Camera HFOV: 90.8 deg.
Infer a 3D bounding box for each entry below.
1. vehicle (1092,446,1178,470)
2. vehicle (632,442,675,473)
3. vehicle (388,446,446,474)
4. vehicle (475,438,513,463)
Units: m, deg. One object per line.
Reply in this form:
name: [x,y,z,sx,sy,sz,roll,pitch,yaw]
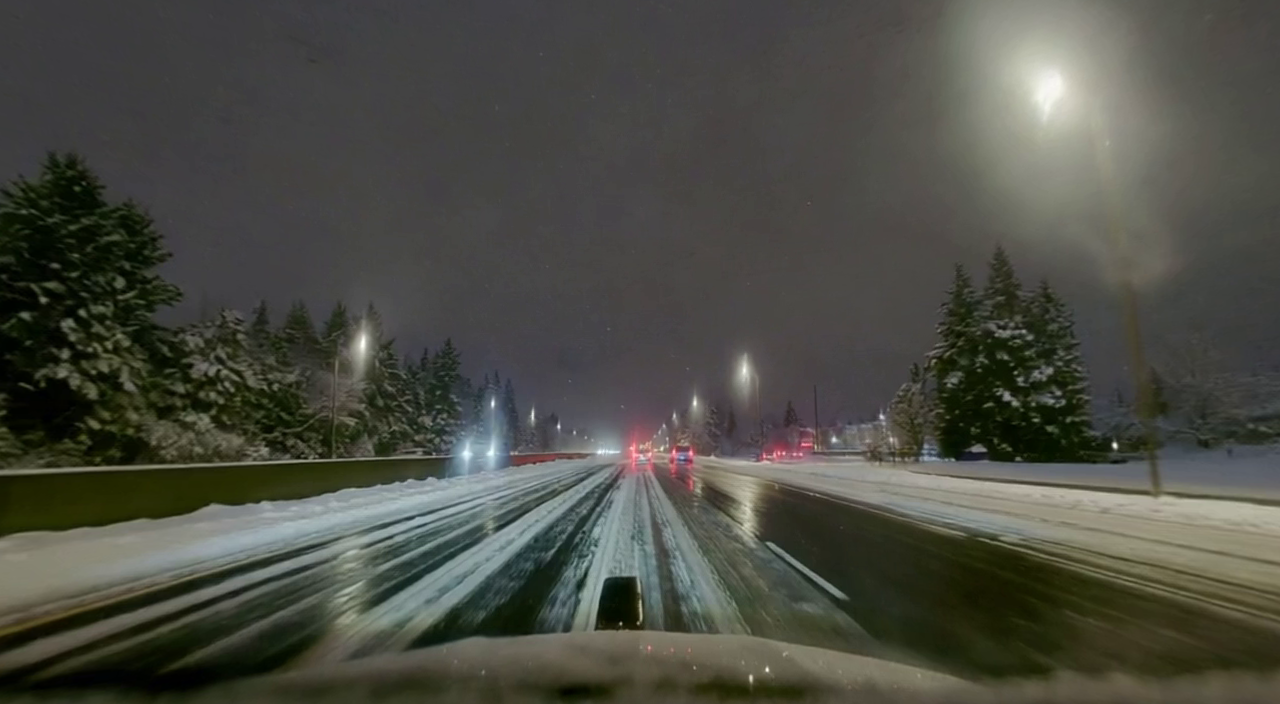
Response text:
vehicle: [32.270,6.907,41.345,1.886,1.450,4.349,1,-9,-4]
vehicle: [0.719,6.144,36.924,2.124,1.673,4.545,1,-9,-4]
vehicle: [-14.409,6.971,41.089,1.945,1.685,4.730,0,-8,1]
vehicle: [-9.882,6.673,43.110,1.853,1.600,4.030,1,-8,-3]
